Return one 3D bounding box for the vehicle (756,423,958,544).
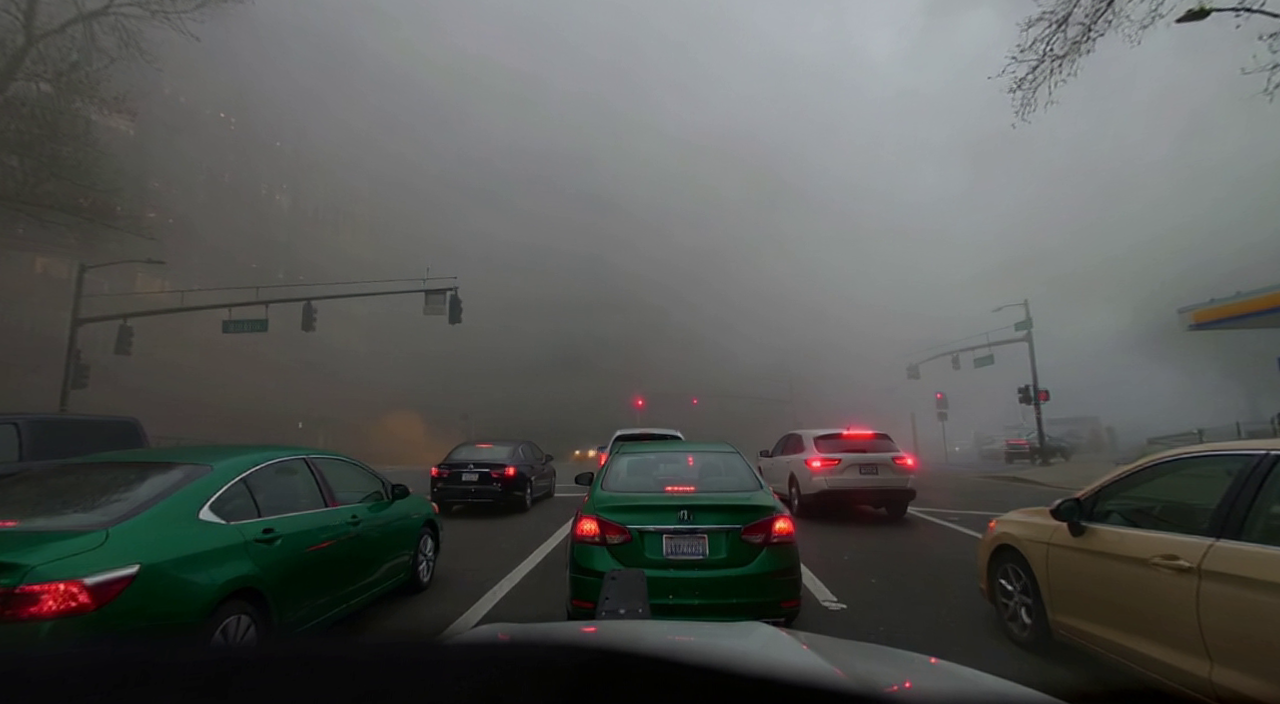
[{"bbox_3d":[3.374,2.122,10.785,1.947,1.630,4.127,0,-9,0],"label":"vehicle"}]

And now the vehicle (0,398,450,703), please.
[{"bbox_3d":[-3.016,1.250,4.598,1.887,1.493,4.255,0,-9,1],"label":"vehicle"}]

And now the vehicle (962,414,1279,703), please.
[{"bbox_3d":[4.167,1.136,3.629,1.950,1.497,4.686,0,-9,-3],"label":"vehicle"}]

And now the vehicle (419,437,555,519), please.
[{"bbox_3d":[-3.084,2.637,13.685,1.867,1.474,4.237,0,-9,0],"label":"vehicle"}]

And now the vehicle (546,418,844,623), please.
[{"bbox_3d":[0.356,1.581,6.922,2.220,1.507,4.317,0,-9,-1],"label":"vehicle"}]
